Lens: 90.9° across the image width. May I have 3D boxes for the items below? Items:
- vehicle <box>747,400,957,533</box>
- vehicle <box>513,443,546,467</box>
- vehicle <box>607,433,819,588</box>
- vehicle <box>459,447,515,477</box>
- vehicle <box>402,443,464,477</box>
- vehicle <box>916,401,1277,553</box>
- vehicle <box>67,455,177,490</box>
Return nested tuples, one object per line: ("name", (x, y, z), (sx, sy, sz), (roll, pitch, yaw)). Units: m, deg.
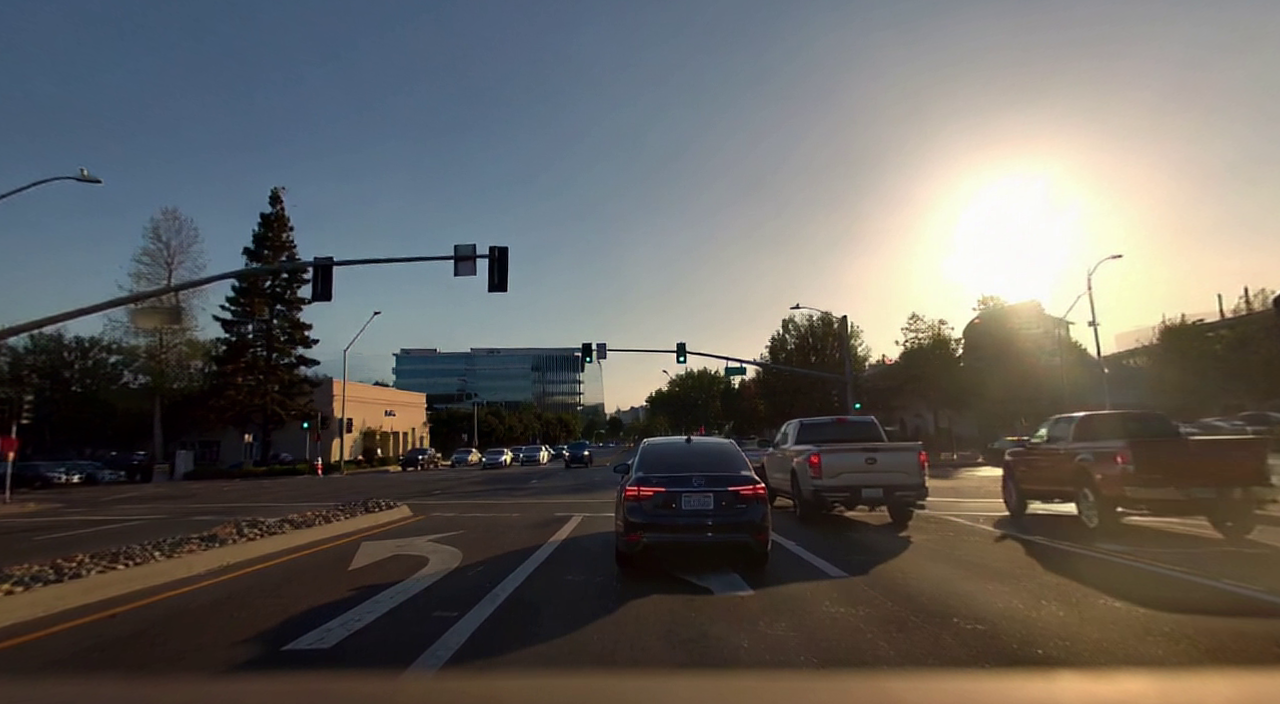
("vehicle", (3.843, 2.226, 12.826), (2.358, 2.116, 5.328), (0, -8, -1))
("vehicle", (-8.550, 8.017, 49.195), (1.904, 1.789, 4.021), (0, -8, -1))
("vehicle", (0.623, 1.796, 7.985), (2.038, 1.447, 3.756), (0, -8, -3))
("vehicle", (-8.231, 5.954, 34.367), (2.002, 1.469, 4.301), (0, -8, 0))
("vehicle", (-11.973, 6.242, 36.862), (1.991, 1.844, 4.393), (0, -8, 2))
("vehicle", (7.278, 2.050, 11.124), (2.323, 2.009, 5.266), (0, -8, -1))
("vehicle", (-29.075, 6.732, 35.431), (4.789, 1.828, 2.025), (-2, -9, 11))
